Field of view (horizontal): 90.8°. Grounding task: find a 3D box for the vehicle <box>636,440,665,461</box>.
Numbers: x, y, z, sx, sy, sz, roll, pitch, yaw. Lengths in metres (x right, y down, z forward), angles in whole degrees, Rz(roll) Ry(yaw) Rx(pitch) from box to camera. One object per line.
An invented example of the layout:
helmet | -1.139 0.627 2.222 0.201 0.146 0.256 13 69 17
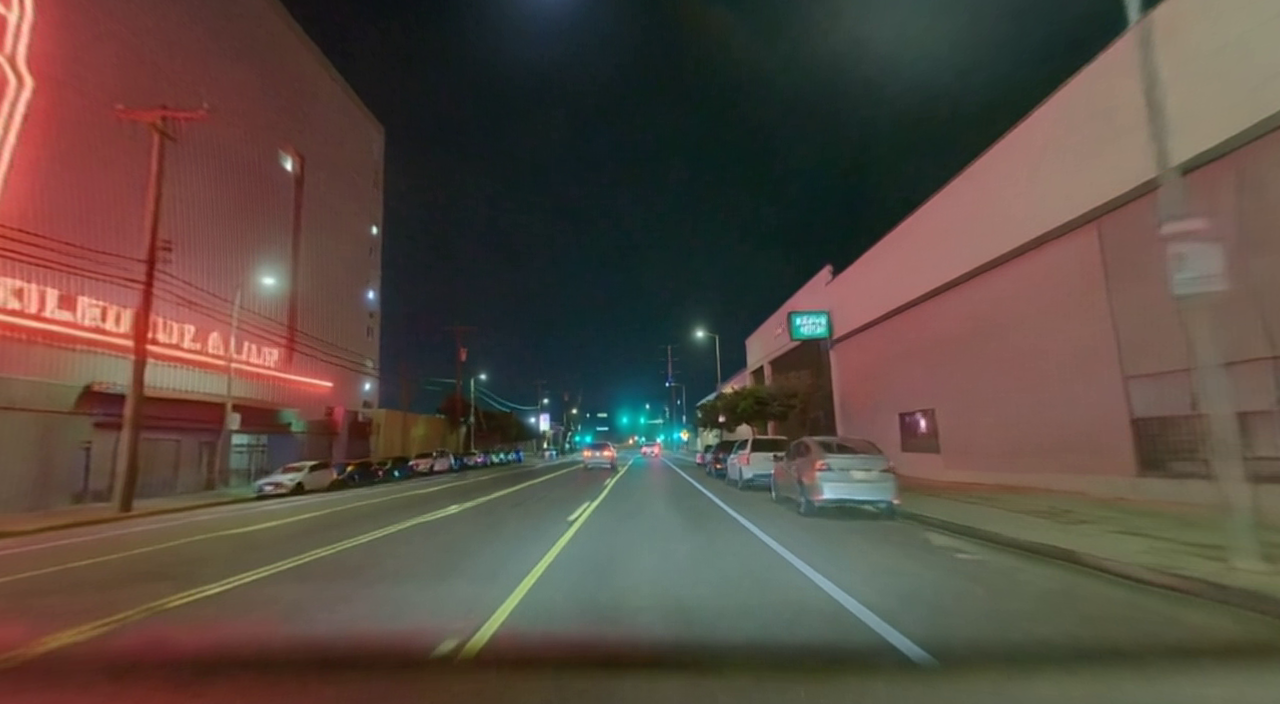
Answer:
vehicle | 0.752 7.431 47.779 2.099 1.470 4.270 0 -9 0

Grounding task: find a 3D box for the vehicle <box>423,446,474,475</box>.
vehicle | -14.906 8.426 49.435 2.124 1.835 5.450 -7 -8 0

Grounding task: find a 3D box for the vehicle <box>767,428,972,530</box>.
vehicle | 3.971 2.297 12.087 2.042 1.487 5.033 1 -9 0

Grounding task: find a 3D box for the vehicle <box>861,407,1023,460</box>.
vehicle | 12.853 3.527 27.177 5.603 1.659 2.393 -5 -9 -3

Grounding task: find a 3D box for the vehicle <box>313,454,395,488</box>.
vehicle | -15.113 6.302 33.742 2.076 1.518 4.981 -2 -8 0

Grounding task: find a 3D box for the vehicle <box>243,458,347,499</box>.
vehicle | -15.090 5.507 27.988 1.883 1.493 4.880 -1 -8 0

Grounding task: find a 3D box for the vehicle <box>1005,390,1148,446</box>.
vehicle | 18.910 2.907 27.559 4.515 2.066 2.070 -3 -9 0

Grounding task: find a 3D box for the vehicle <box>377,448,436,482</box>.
vehicle | -14.945 7.235 40.739 2.020 1.695 4.629 -7 -8 -2

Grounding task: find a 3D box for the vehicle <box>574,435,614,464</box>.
vehicle | -3.010 6.563 42.556 2.348 1.831 4.737 0 -9 0
